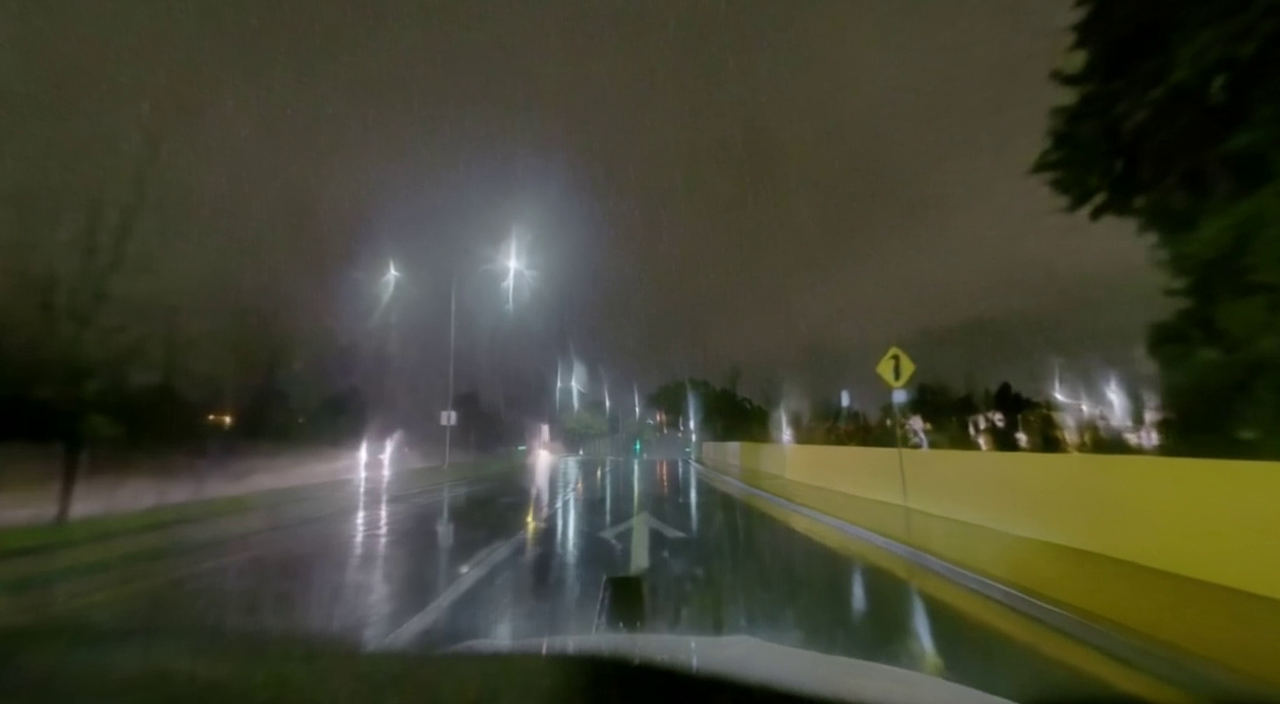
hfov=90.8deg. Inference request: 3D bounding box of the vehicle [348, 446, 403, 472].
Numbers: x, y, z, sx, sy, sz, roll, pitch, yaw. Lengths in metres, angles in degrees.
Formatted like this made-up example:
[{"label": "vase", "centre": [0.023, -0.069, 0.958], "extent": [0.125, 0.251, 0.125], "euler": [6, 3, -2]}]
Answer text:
[{"label": "vehicle", "centre": [-17.114, 6.906, 41.017], "extent": [1.980, 1.575, 3.822], "euler": [0, -9, -1]}]
